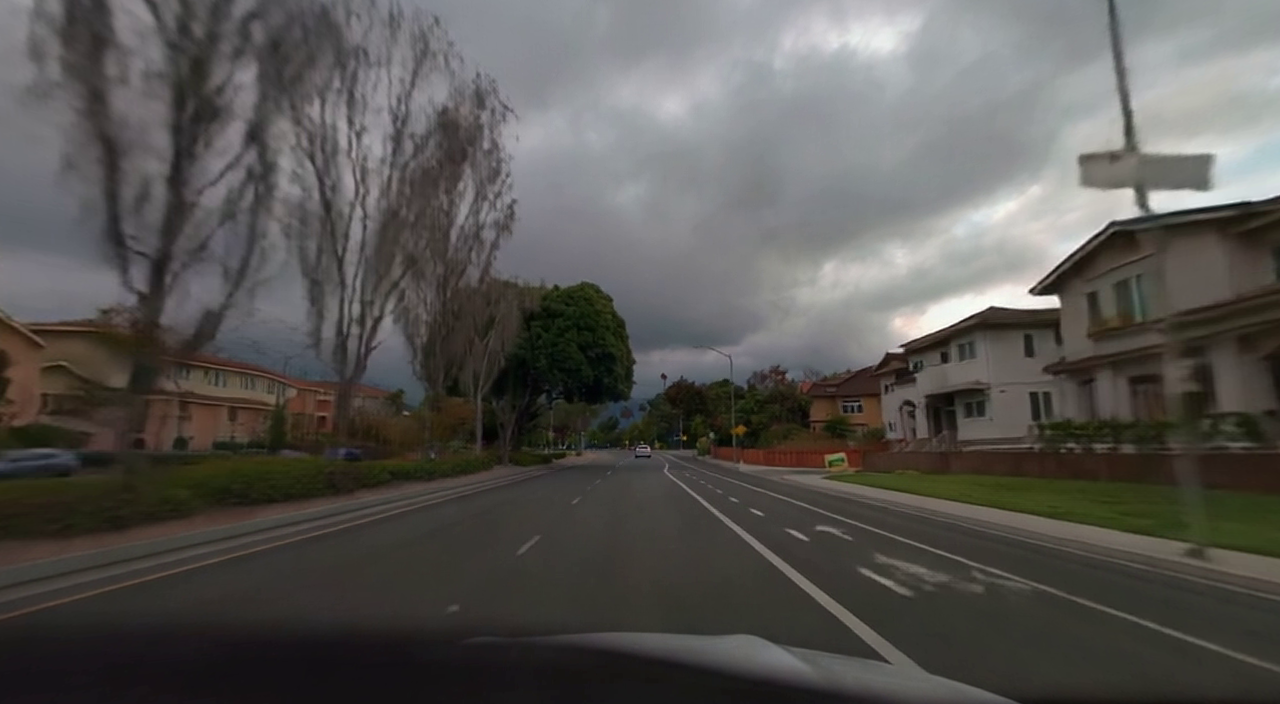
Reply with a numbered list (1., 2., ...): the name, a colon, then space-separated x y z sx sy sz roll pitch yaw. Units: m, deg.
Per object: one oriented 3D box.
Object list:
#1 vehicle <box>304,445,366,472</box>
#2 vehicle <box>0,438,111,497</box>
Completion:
1. vehicle: -20.341 7.112 42.348 1.887 1.664 4.491 0 -9 0
2. vehicle: -19.856 3.613 19.998 2.166 1.720 4.629 0 -9 0
